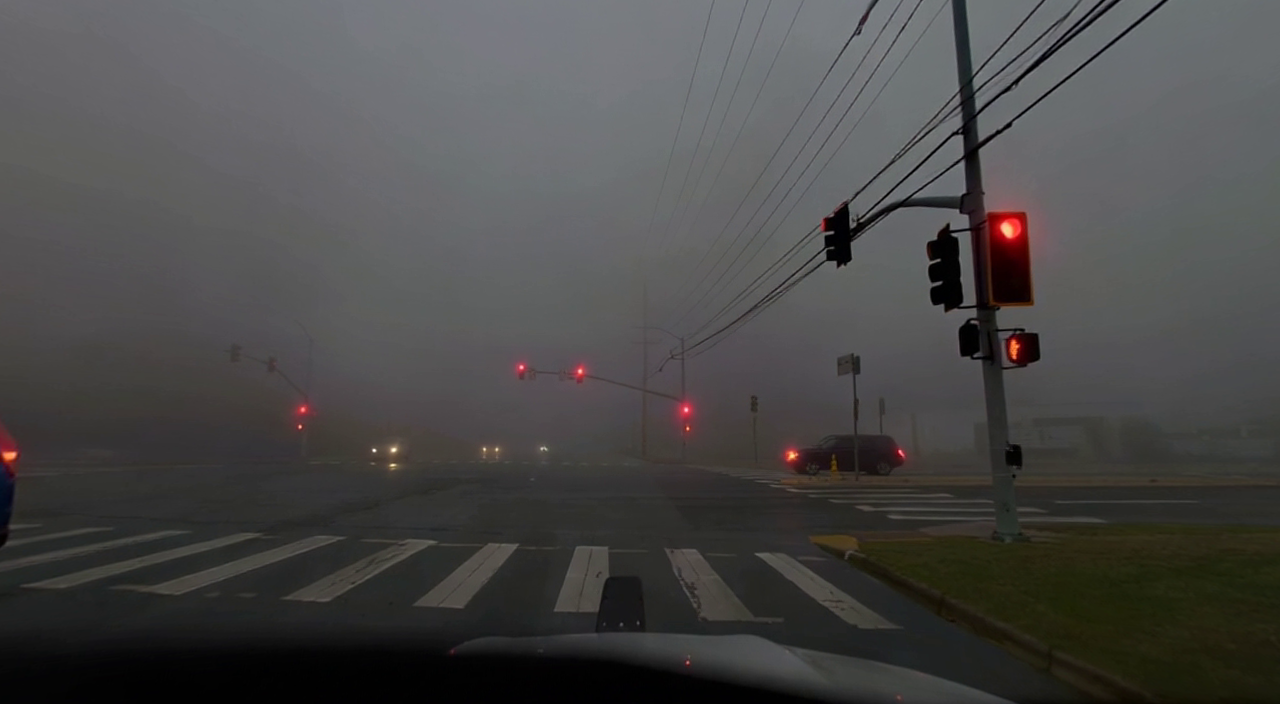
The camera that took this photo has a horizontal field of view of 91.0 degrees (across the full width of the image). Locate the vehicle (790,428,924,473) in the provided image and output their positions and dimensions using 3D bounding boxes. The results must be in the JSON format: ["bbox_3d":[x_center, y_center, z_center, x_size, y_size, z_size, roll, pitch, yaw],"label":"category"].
[{"bbox_3d":[8.702,4.019,25.724,4.884,1.714,2.021,-2,-9,12],"label":"vehicle"}]
